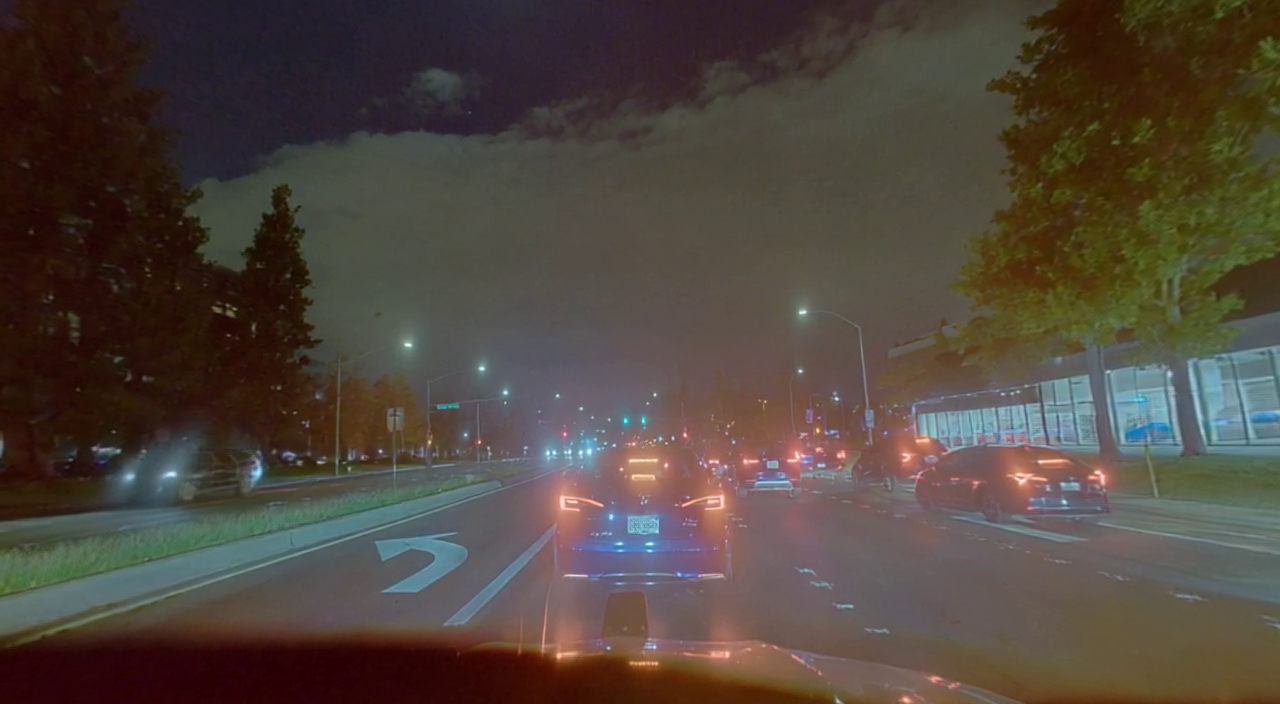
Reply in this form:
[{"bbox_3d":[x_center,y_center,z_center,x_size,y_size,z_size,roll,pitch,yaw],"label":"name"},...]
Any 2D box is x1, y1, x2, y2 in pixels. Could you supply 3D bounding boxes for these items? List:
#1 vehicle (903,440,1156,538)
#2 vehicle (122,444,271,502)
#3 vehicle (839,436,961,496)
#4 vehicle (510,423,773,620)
[{"bbox_3d":[6.837,2.401,11.794,1.911,1.468,4.417,0,-8,0],"label":"vehicle"},{"bbox_3d":[-15.034,4.067,21.745,2.163,1.743,4.428,1,-8,-5],"label":"vehicle"},{"bbox_3d":[7.919,3.484,19.751,1.963,1.637,4.527,0,-8,1],"label":"vehicle"},{"bbox_3d":[-0.017,1.601,7.009,1.977,1.465,4.376,0,-8,-1],"label":"vehicle"}]
